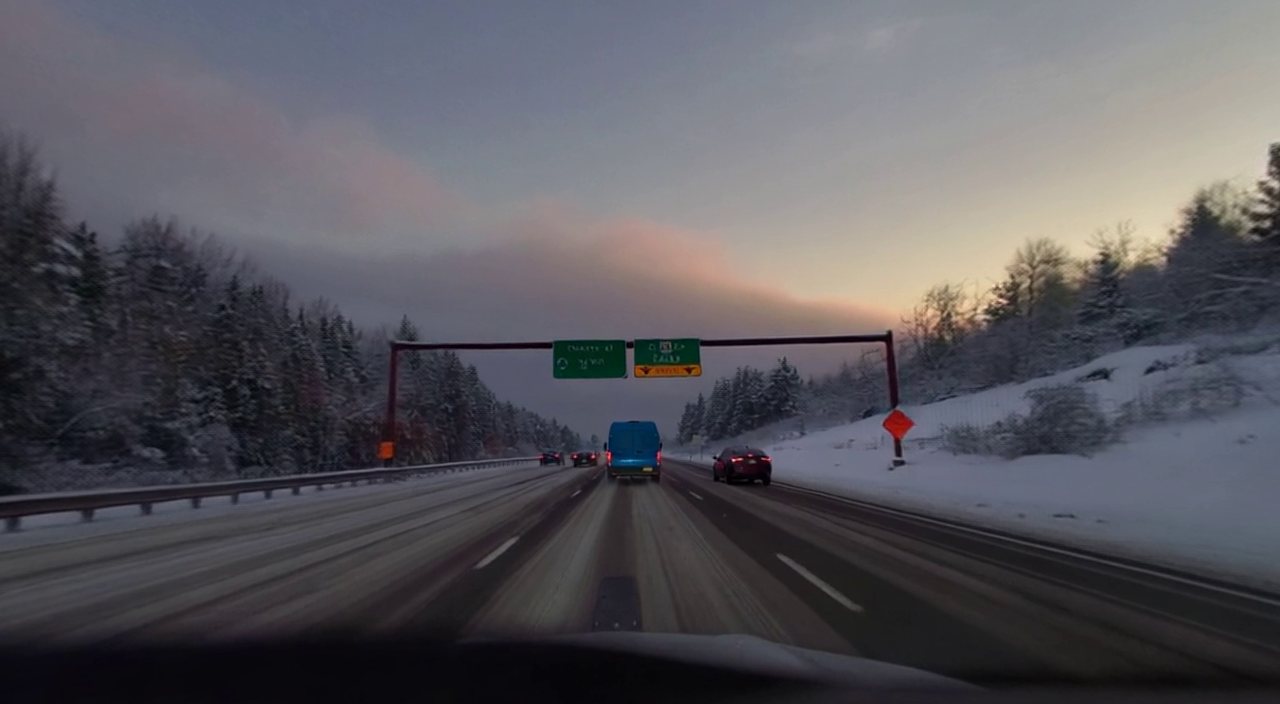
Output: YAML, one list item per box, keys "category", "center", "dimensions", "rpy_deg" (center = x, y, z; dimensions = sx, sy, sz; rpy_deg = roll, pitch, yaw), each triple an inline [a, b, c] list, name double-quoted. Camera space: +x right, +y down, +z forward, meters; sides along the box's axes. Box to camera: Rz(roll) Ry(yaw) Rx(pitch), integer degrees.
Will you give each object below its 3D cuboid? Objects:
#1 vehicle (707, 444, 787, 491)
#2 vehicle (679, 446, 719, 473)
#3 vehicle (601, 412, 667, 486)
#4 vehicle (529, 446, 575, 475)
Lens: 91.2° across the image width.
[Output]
- category: "vehicle"
  center: [3.700, 4.102, 22.635]
  dimensions: [2.015, 1.491, 4.732]
  rpy_deg: [0, -9, -1]
- category: "vehicle"
  center: [3.447, 6.397, 37.453]
  dimensions: [1.978, 1.510, 4.462]
  rpy_deg: [0, -9, 1]
- category: "vehicle"
  center: [-0.260, 3.766, 24.369]
  dimensions: [2.268, 2.551, 5.144]
  rpy_deg: [0, -9, -1]
- category: "vehicle"
  center: [-4.990, 6.218, 36.131]
  dimensions: [2.003, 1.498, 4.386]
  rpy_deg: [0, -9, 1]
